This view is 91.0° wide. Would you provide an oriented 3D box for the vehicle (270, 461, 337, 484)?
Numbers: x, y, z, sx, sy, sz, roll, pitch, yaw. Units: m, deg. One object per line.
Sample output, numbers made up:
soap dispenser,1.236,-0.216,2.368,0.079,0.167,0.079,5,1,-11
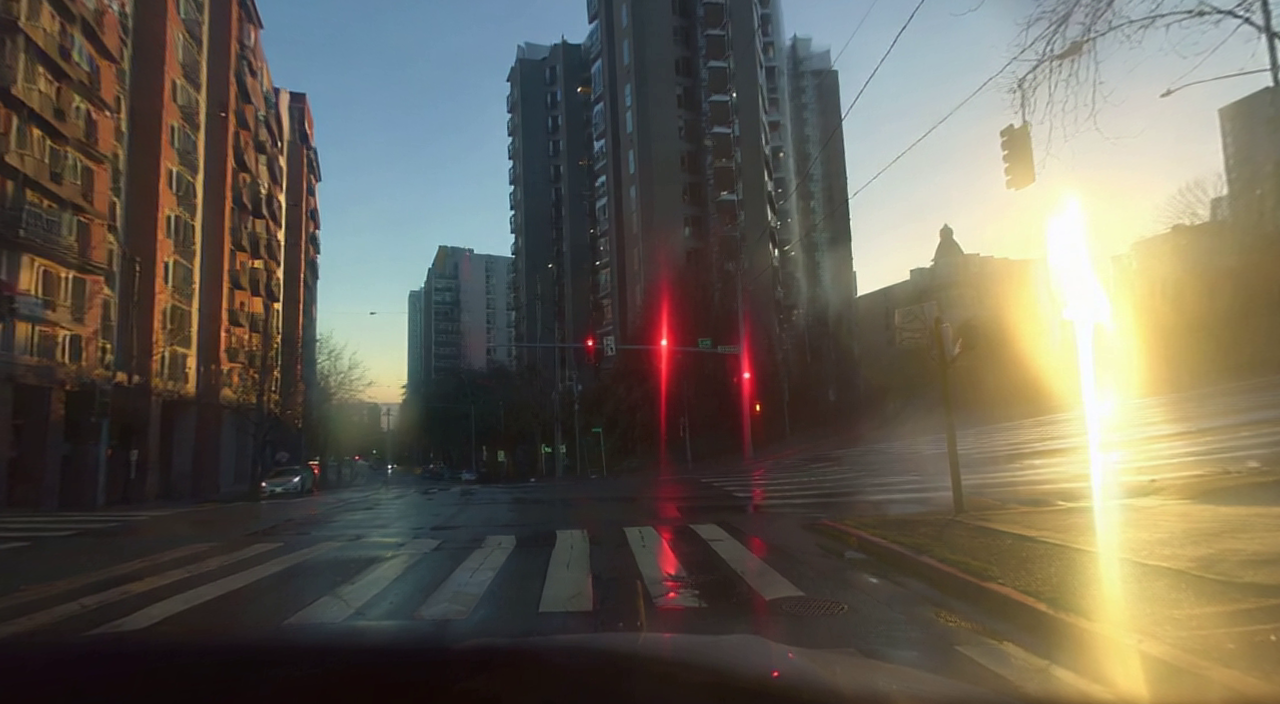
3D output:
vehicle,-24.663,8.814,46.280,3.882,1.600,1.768,0,-9,2
